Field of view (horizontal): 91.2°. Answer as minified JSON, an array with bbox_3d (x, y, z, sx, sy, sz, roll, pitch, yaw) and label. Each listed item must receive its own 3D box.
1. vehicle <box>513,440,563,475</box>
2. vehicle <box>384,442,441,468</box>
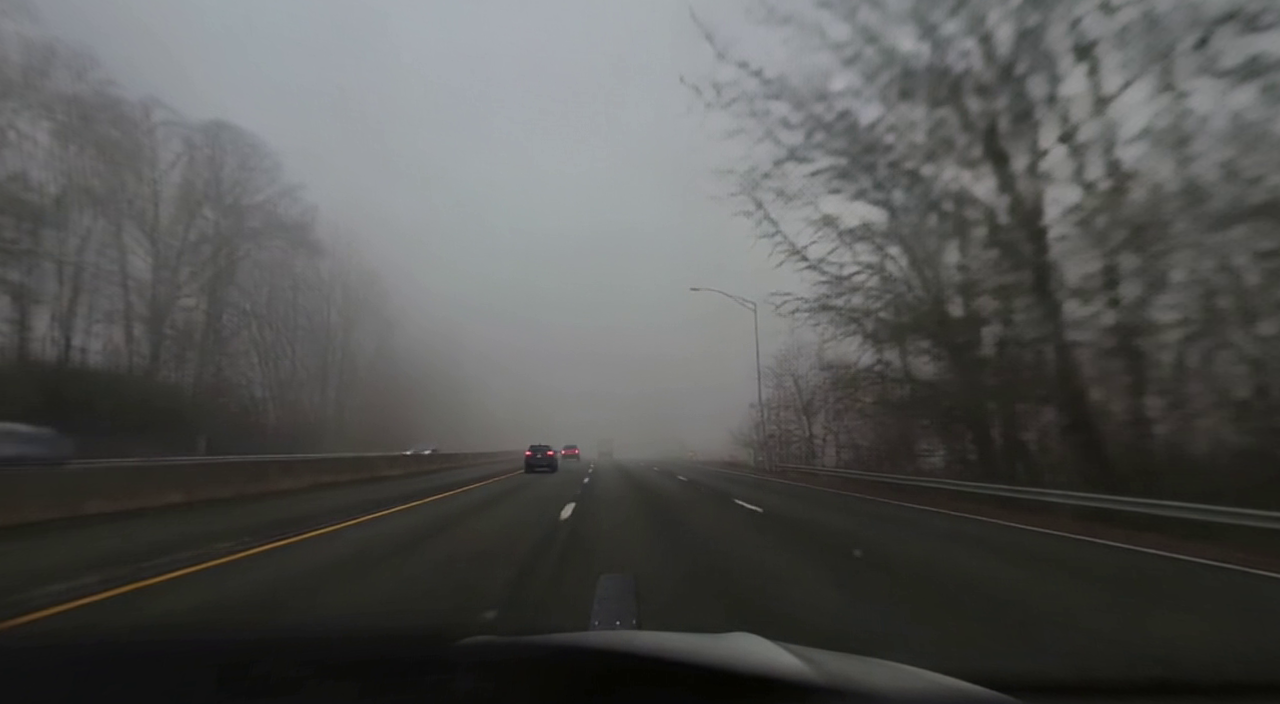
[{"bbox_3d":[-5.330,5.574,33.375,2.151,1.693,4.201,0,-9,-3],"label":"vehicle"},{"bbox_3d":[-14.530,6.578,40.349,2.122,1.535,4.780,0,-9,-3],"label":"vehicle"}]
